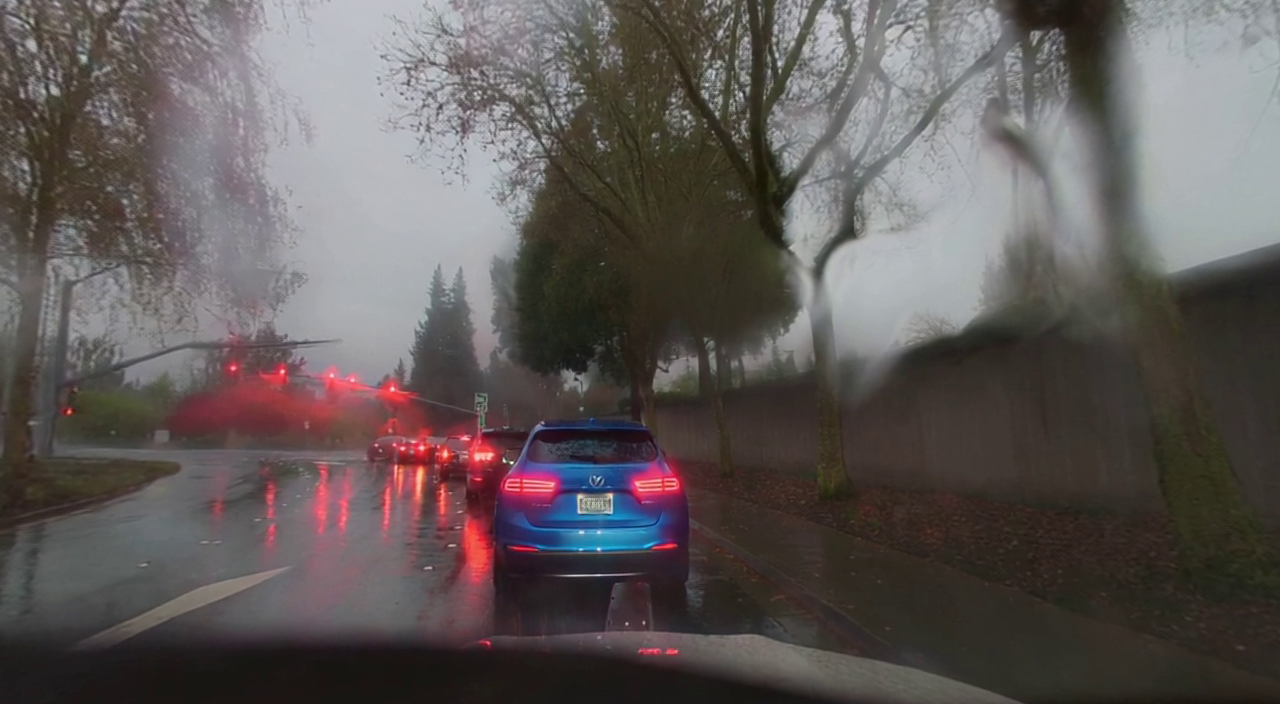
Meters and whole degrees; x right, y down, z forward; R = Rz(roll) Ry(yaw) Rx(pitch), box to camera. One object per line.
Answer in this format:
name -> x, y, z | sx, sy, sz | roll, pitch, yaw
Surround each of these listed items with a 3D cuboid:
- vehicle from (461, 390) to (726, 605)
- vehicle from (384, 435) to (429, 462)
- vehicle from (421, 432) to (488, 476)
vehicle -> -0.678, 1.457, 7.204 | 2.134, 1.671, 4.147 | 1, -8, -9
vehicle -> -13.752, 5.630, 36.903 | 1.863, 1.488, 4.426 | 4, -9, -27
vehicle -> -7.288, 3.931, 24.492 | 1.902, 1.536, 3.662 | 4, -9, -25
